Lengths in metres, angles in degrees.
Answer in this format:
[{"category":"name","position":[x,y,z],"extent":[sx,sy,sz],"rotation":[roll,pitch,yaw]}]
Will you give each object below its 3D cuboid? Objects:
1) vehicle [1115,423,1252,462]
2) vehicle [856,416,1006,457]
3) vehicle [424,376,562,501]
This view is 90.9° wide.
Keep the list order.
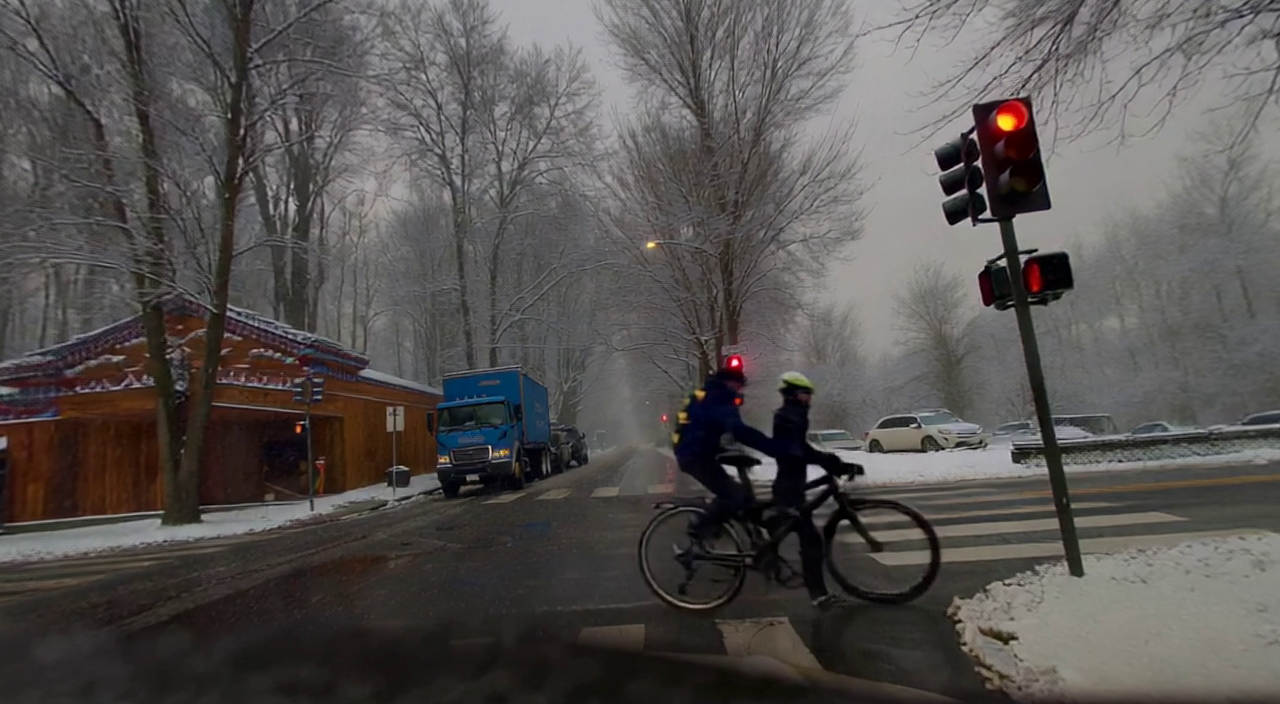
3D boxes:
[{"category":"vehicle","position":[24.927,4.163,29.047],"extent":[4.268,1.695,2.053],"rotation":[0,-8,3]},{"category":"vehicle","position":[10.668,3.140,23.436],"extent":[4.643,1.456,1.820],"rotation":[-1,-8,5]},{"category":"vehicle","position":[-5.805,3.730,27.104],"extent":[3.113,4.041,10.284],"rotation":[-5,-8,0]}]
